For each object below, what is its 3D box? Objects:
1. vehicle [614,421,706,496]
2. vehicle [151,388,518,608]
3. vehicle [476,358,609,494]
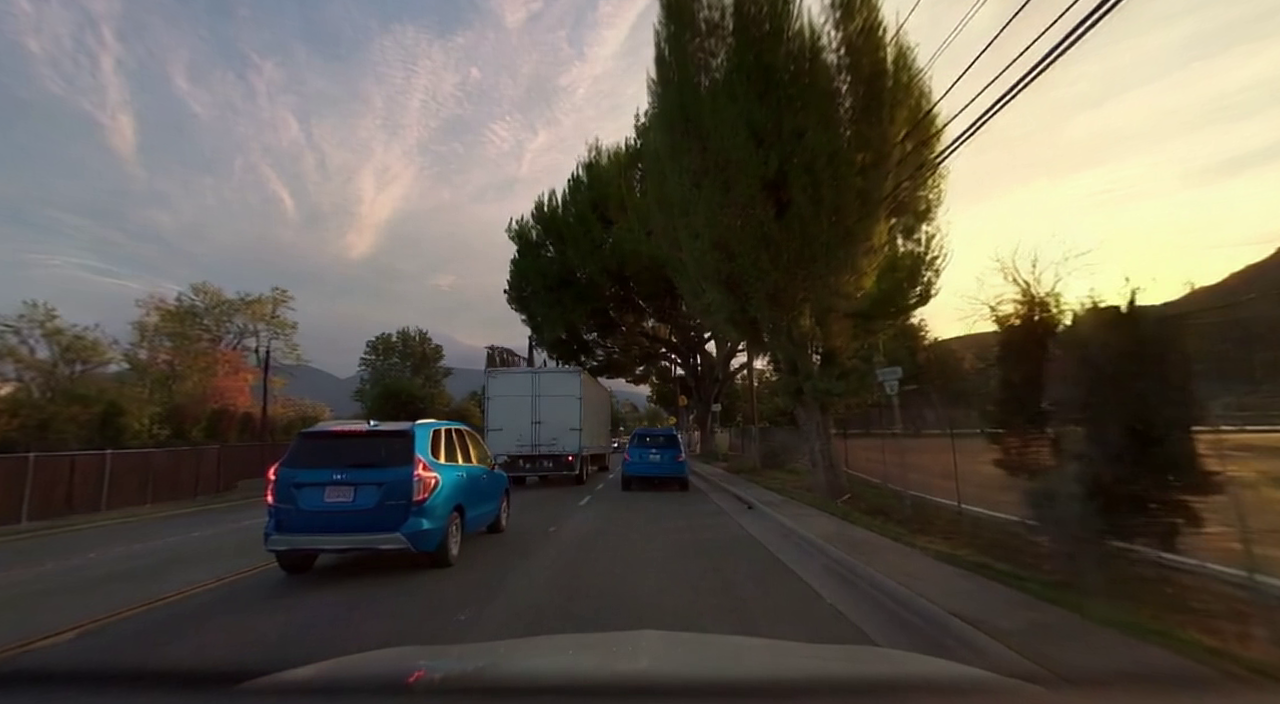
[{"bbox_3d":[0.474,2.840,17.072,2.174,1.749,4.113,0,-8,0],"label":"vehicle"},{"bbox_3d":[-3.013,1.558,7.623,2.093,1.832,4.508,0,-8,1],"label":"vehicle"},{"bbox_3d":[-2.880,2.771,22.478,2.928,3.658,10.953,0,-8,0],"label":"vehicle"}]
